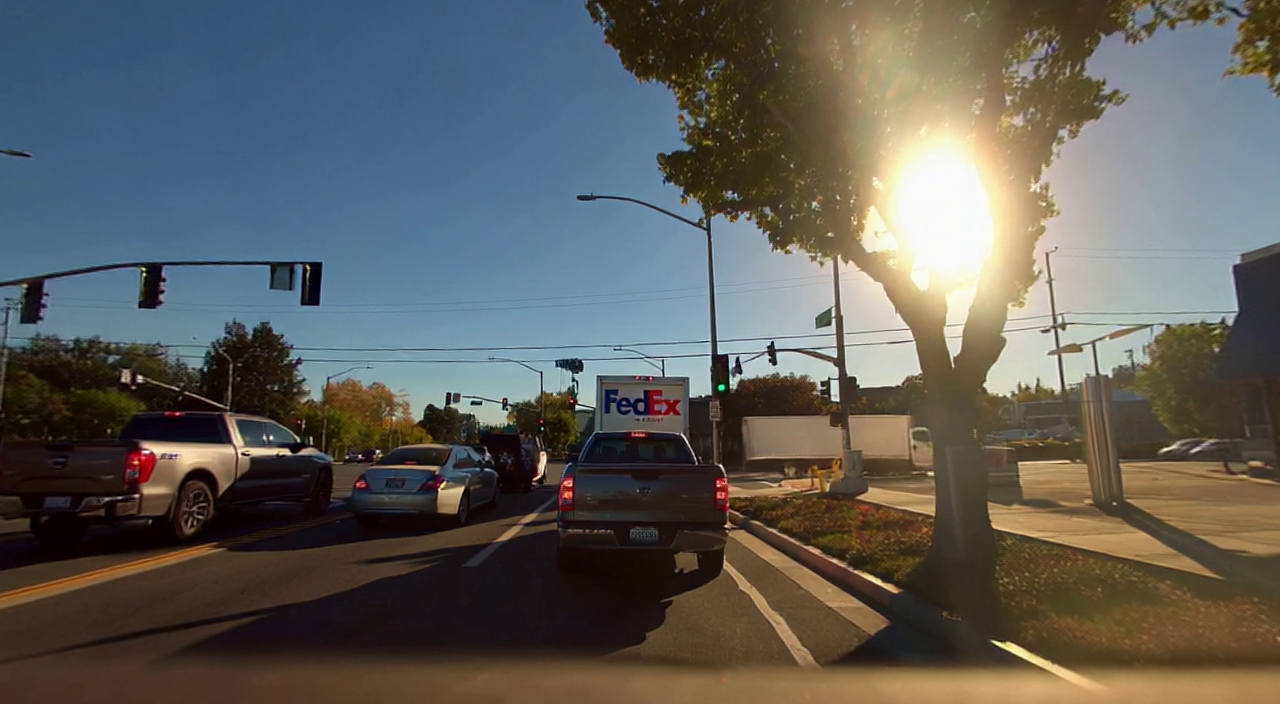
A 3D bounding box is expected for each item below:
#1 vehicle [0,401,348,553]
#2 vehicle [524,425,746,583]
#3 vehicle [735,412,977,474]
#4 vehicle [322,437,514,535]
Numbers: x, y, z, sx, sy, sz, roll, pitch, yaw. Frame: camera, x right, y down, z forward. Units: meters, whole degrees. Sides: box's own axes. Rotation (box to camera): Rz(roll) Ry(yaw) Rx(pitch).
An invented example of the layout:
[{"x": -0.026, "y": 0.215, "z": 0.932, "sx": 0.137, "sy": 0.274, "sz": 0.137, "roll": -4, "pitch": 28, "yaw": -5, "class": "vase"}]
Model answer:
[{"x": -7.299, "y": 1.983, "z": 10.713, "sx": 2.125, "sy": 1.893, "sz": 5.498, "roll": 0, "pitch": -9, "yaw": -2, "class": "vehicle"}, {"x": -0.042, "y": 1.795, "z": 8.283, "sx": 2.145, "sy": 1.513, "sz": 4.269, "roll": 0, "pitch": -9, "yaw": 0, "class": "vehicle"}, {"x": 12.225, "y": 5.327, "z": 36.877, "sx": 12.889, "sy": 3.380, "sz": 3.345, "roll": -1, "pitch": -9, "yaw": 5, "class": "vehicle"}, {"x": -3.877, "y": 2.402, "z": 11.930, "sx": 1.949, "sy": 1.487, "sz": 4.390, "roll": 0, "pitch": -9, "yaw": 1, "class": "vehicle"}]
